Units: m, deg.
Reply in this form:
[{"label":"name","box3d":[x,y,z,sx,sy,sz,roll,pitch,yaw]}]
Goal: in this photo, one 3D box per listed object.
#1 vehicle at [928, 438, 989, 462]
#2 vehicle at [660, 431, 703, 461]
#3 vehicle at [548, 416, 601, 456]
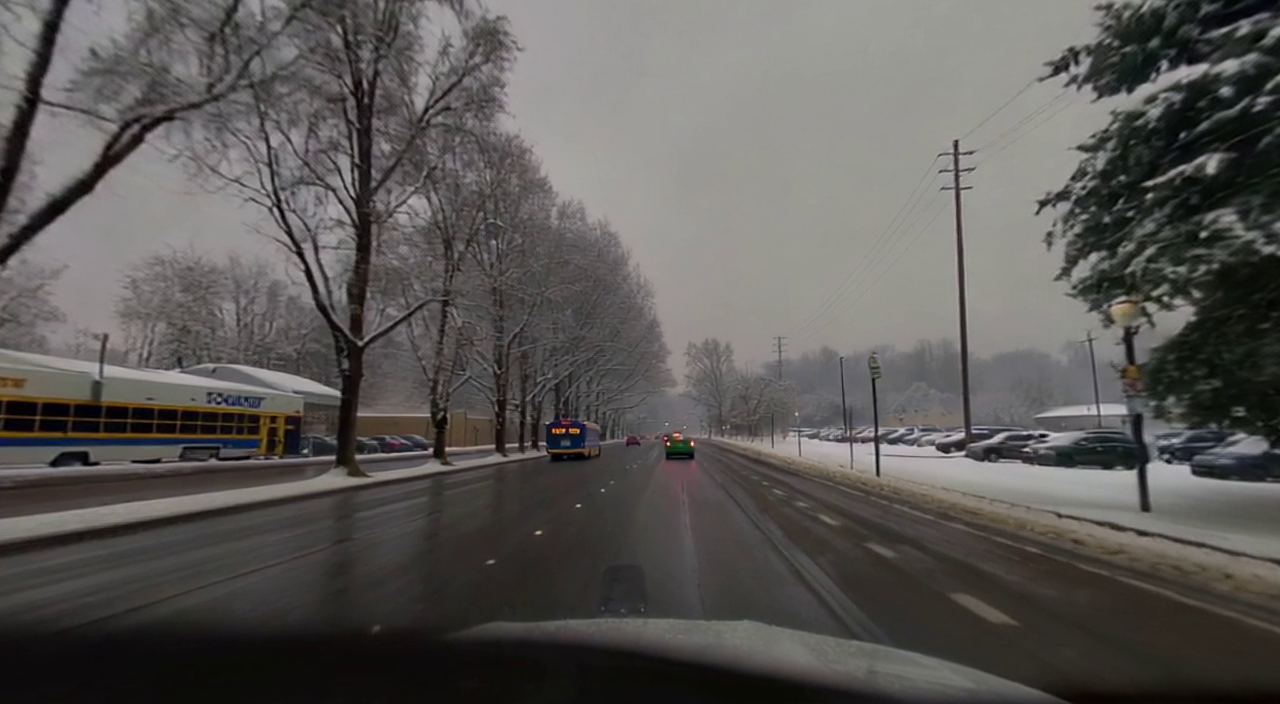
[{"label":"vehicle","box3d":[20.841,6.458,41.468,1.849,1.466,4.831,-1,-9,5]},{"label":"vehicle","box3d":[2.198,5.066,33.859,2.123,1.498,4.226,-1,-9,3]},{"label":"vehicle","box3d":[-4.443,5.955,44.210,2.485,2.556,6.363,-1,-9,5]}]
